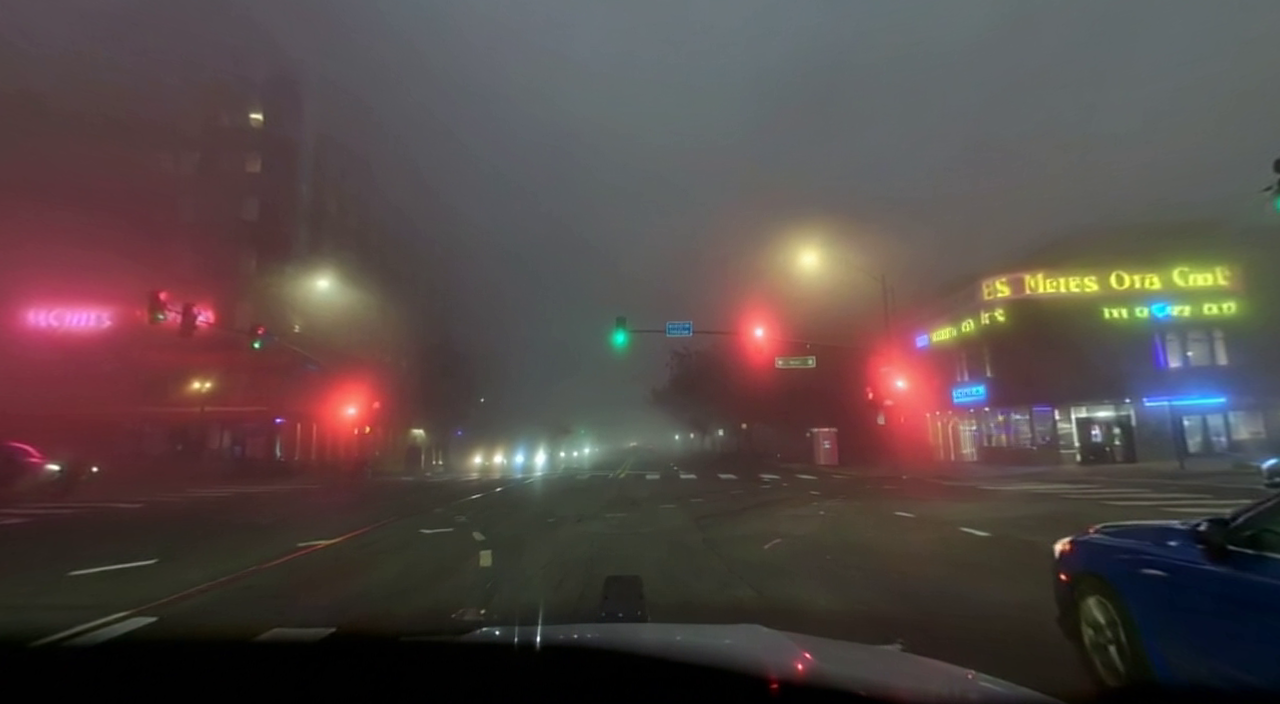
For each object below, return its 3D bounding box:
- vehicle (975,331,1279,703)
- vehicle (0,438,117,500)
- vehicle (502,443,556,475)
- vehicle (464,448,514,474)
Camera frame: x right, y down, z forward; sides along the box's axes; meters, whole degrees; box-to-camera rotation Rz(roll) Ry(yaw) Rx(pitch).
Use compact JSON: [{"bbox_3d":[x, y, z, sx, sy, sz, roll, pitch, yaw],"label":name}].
[{"bbox_3d":[3.335,0.760,2.176,2.049,1.691,4.447,-1,-8,2],"label":"vehicle"},{"bbox_3d":[-20.907,3.876,21.171,5.161,1.910,2.275,-2,-9,11],"label":"vehicle"},{"bbox_3d":[-6.412,6.239,37.034,2.181,1.703,4.512,-1,-8,2],"label":"vehicle"},{"bbox_3d":[-9.433,6.819,39.811,2.106,1.505,4.228,0,-8,0],"label":"vehicle"}]
